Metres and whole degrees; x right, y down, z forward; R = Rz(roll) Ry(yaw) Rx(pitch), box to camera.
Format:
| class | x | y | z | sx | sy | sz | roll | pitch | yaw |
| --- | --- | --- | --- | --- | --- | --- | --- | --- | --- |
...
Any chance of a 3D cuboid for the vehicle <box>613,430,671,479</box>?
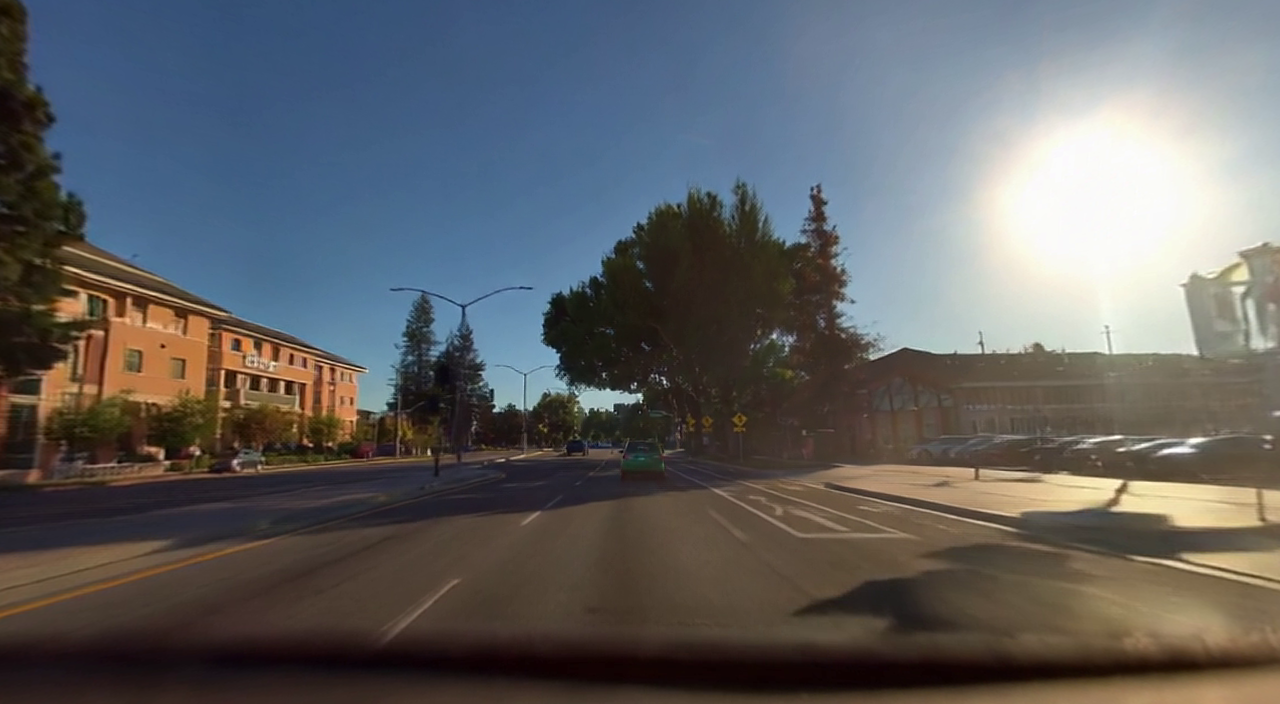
| class | x | y | z | sx | sy | sz | roll | pitch | yaw |
| --- | --- | --- | --- | --- | --- | --- | --- | --- | --- |
| vehicle | 0.025 | 4.410 | 27.456 | 2.273 | 1.909 | 5.075 | 0 | -9 | -1 |

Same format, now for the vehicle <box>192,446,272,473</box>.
| class | x | y | z | sx | sy | sz | roll | pitch | yaw |
| --- | --- | --- | --- | --- | --- | --- | --- | --- | --- |
| vehicle | -26.353 | 6.974 | 41.047 | 2.031 | 1.622 | 4.722 | 0 | -9 | 0 |

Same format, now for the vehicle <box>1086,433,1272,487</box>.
| class | x | y | z | sx | sy | sz | roll | pitch | yaw |
| --- | --- | --- | --- | --- | --- | --- | --- | --- | --- |
| vehicle | 18.332 | 3.671 | 21.666 | 4.417 | 1.717 | 2.073 | 0 | -9 | -1 |

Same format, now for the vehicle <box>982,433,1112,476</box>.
| class | x | y | z | sx | sy | sz | roll | pitch | yaw |
| --- | --- | --- | --- | --- | --- | --- | --- | --- | --- |
| vehicle | 18.478 | 4.654 | 28.815 | 4.475 | 1.838 | 2.058 | 0 | -9 | -3 |

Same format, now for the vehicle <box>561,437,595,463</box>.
| class | x | y | z | sx | sy | sz | roll | pitch | yaw |
| --- | --- | --- | --- | --- | --- | --- | --- | --- | --- |
| vehicle | -4.645 | 7.409 | 47.858 | 2.202 | 1.856 | 4.516 | 0 | -9 | -1 |
